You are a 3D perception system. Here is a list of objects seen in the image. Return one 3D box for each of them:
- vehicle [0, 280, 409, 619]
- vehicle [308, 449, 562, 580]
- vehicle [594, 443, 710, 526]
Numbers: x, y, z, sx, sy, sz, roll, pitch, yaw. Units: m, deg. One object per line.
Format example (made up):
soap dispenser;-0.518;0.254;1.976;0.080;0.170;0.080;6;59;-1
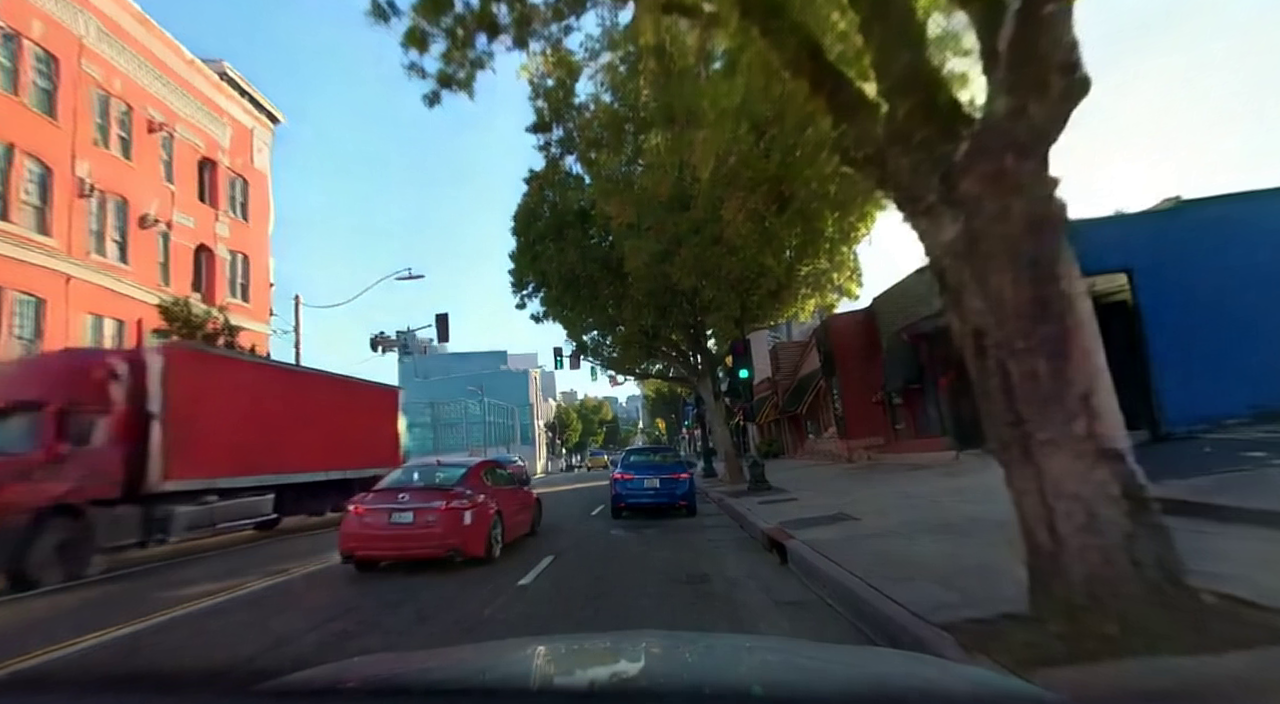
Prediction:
vehicle;-8.632;1.930;13.136;2.986;3.933;11.600;0;-8;1
vehicle;-2.639;2.223;9.629;2.099;1.424;4.843;0;-8;2
vehicle;0.229;2.683;13.381;2.094;1.478;3.922;0;-8;1
